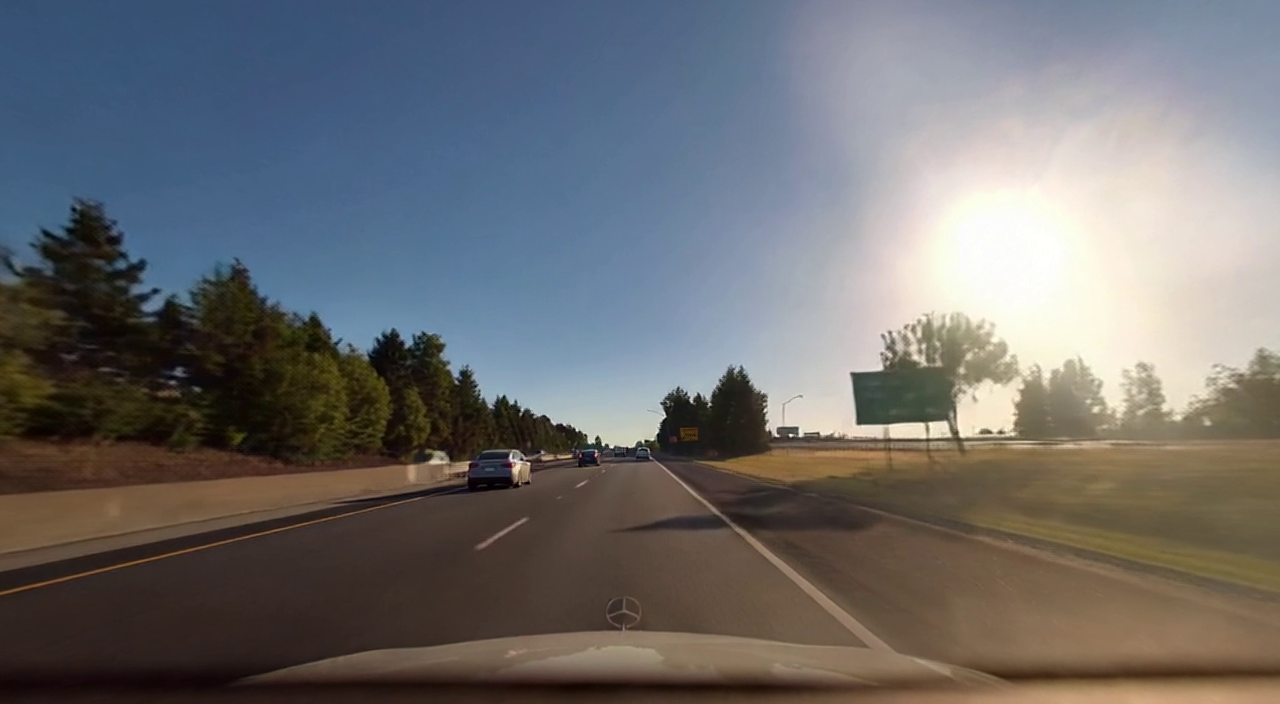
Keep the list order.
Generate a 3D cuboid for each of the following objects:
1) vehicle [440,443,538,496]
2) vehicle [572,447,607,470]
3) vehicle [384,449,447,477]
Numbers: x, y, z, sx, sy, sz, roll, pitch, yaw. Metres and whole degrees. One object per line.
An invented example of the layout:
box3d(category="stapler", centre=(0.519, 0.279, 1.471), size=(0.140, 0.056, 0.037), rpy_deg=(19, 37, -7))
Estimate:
box3d(category="vehicle", centre=(-4.740, 3.755, 20.534), size=(1.975, 1.501, 4.603), rpy_deg=(0, -9, 1))
box3d(category="vehicle", centre=(-3.381, 7.177, 42.573), size=(2.005, 1.474, 3.921), rpy_deg=(0, -9, 1))
box3d(category="vehicle", centre=(-13.600, 6.747, 38.482), size=(1.928, 1.584, 5.200), rpy_deg=(0, -9, 0))
